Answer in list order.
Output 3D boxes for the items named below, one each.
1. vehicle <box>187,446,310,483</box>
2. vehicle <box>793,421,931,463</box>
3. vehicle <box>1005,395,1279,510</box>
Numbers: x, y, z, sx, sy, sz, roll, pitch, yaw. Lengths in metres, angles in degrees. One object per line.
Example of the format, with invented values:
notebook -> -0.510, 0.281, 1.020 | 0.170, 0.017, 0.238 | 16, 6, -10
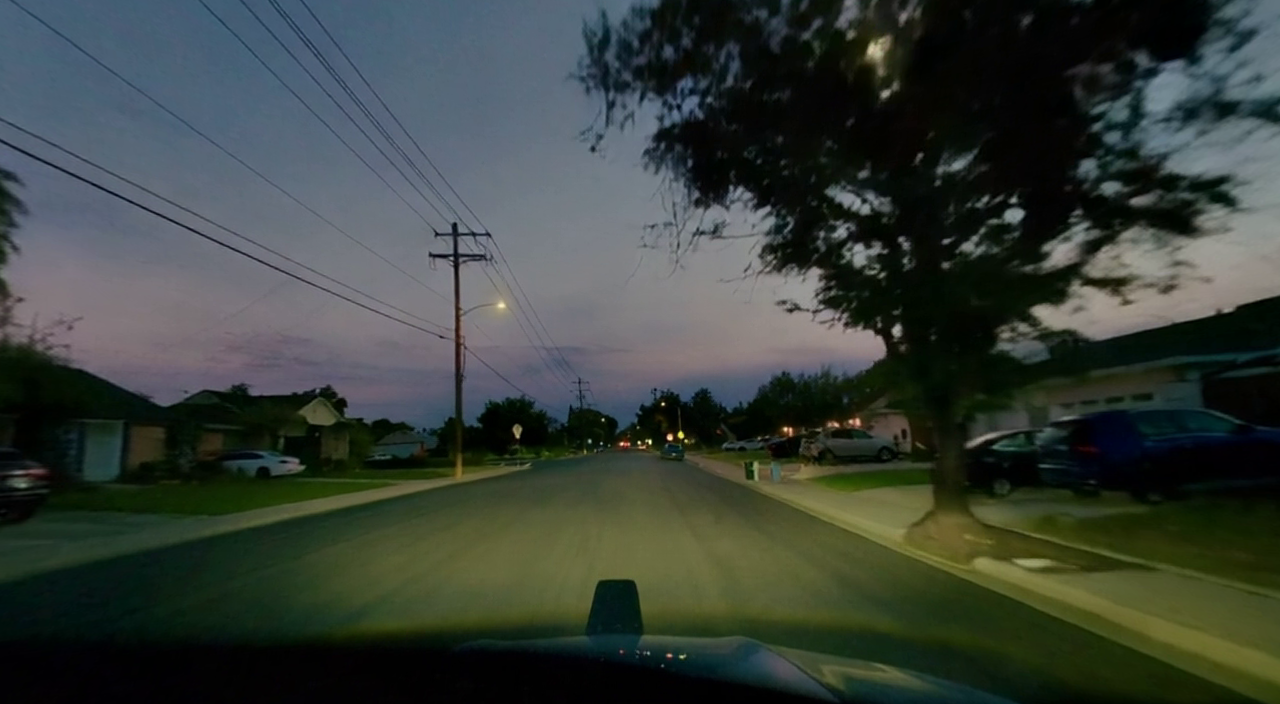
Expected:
vehicle -> -17.981, 5.153, 29.161 | 4.304, 1.643, 1.969 | 0, -9, 1
vehicle -> 11.000, 4.532, 31.666 | 5.968, 1.963, 2.573 | 1, -8, -3
vehicle -> 9.598, 1.779, 11.517 | 4.465, 1.727, 2.127 | -3, -8, 2
